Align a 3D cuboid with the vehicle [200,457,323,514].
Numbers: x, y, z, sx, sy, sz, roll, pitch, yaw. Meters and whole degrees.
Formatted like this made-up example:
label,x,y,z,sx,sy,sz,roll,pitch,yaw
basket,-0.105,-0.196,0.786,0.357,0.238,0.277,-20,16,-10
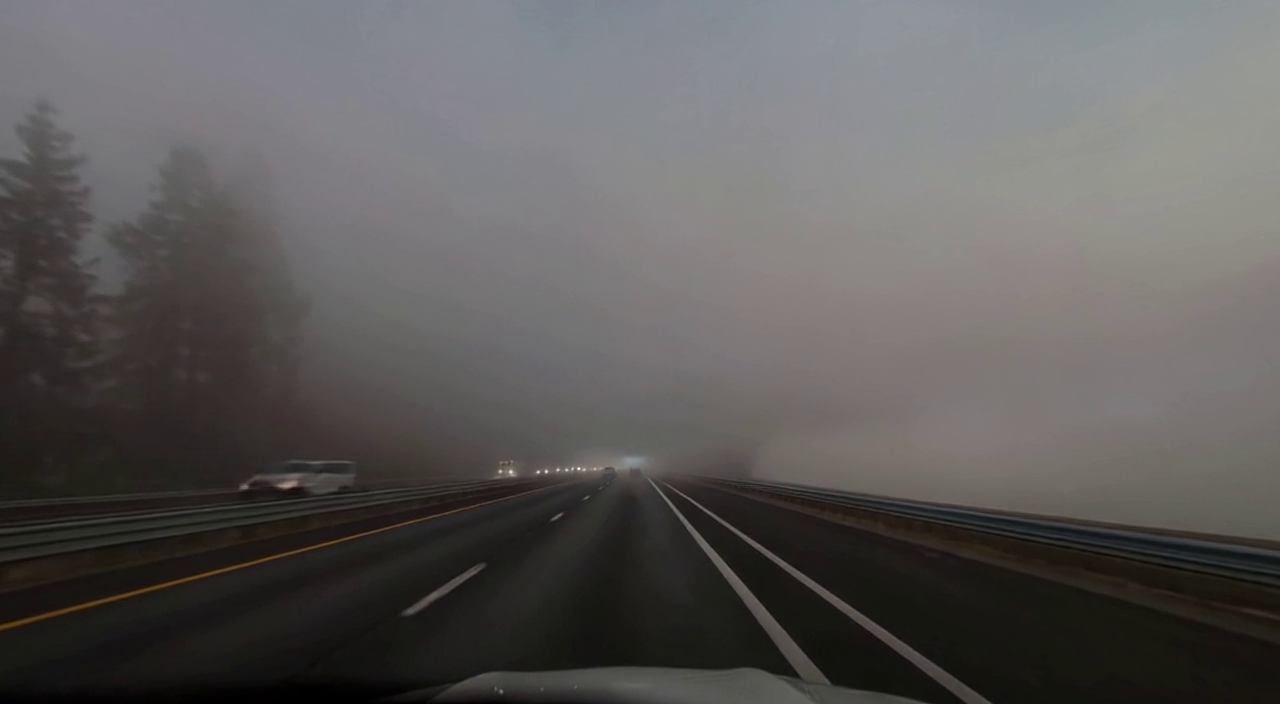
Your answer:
label,x,y,z,sx,sy,sz,roll,pitch,yaw
vehicle,-12.314,4.370,20.822,1.680,1.675,3.717,1,-11,0
